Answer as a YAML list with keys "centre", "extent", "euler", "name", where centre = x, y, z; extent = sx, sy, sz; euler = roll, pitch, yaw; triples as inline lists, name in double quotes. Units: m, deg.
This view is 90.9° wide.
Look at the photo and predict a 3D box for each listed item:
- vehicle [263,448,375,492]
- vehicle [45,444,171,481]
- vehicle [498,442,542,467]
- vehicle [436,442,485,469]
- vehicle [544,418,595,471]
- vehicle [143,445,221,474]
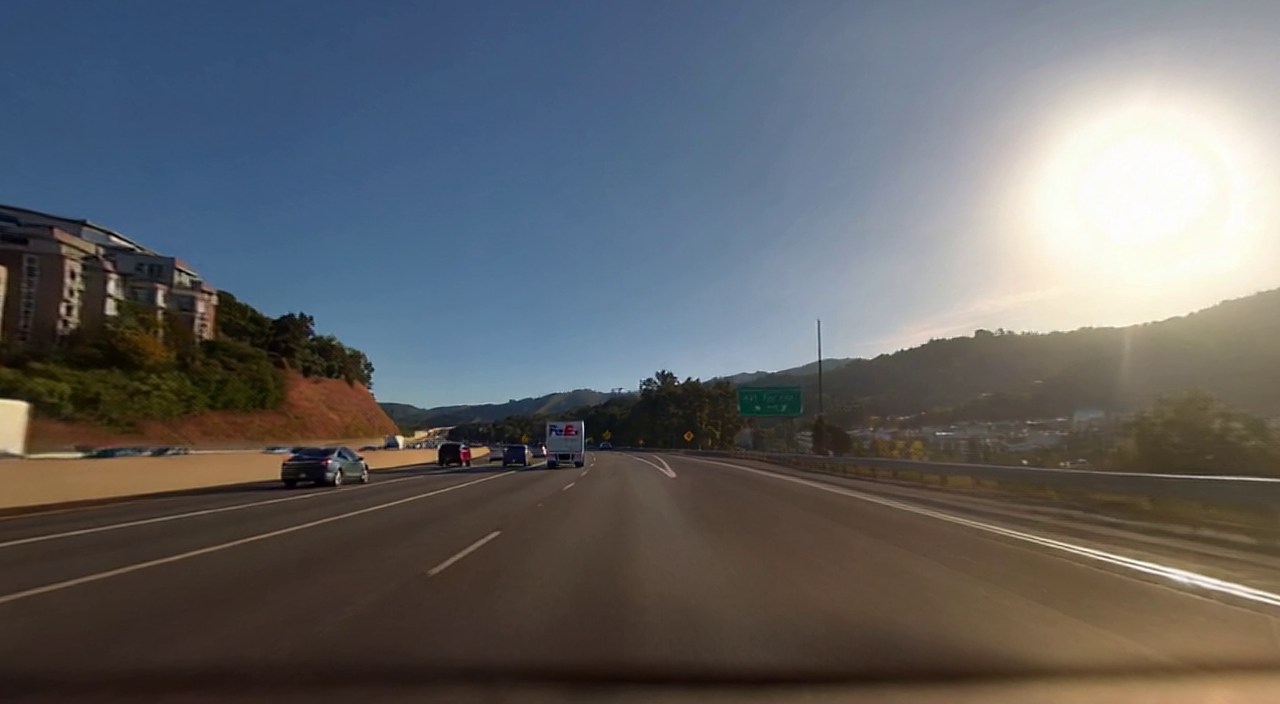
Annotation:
- centre: [-11.700, 4.305, 23.390]
  extent: [1.879, 1.431, 4.425]
  euler: [0, -8, -1]
  name: "vehicle"
- centre: [-24.916, 5.144, 29.816]
  extent: [1.904, 1.575, 4.743]
  euler: [0, -8, -1]
  name: "vehicle"
- centre: [-8.987, 7.679, 47.609]
  extent: [2.461, 1.767, 4.991]
  euler: [0, -8, -2]
  name: "vehicle"
- centre: [-12.739, 7.359, 45.104]
  extent: [2.188, 1.784, 4.724]
  euler: [0, -8, -1]
  name: "vehicle"
- centre: [-4.675, 6.254, 43.335]
  extent: [2.798, 3.212, 7.573]
  euler: [2, -7, -2]
  name: "vehicle"
- centre: [-29.048, 6.775, 40.166]
  extent: [1.831, 1.625, 4.209]
  euler: [3, -8, -2]
  name: "vehicle"
